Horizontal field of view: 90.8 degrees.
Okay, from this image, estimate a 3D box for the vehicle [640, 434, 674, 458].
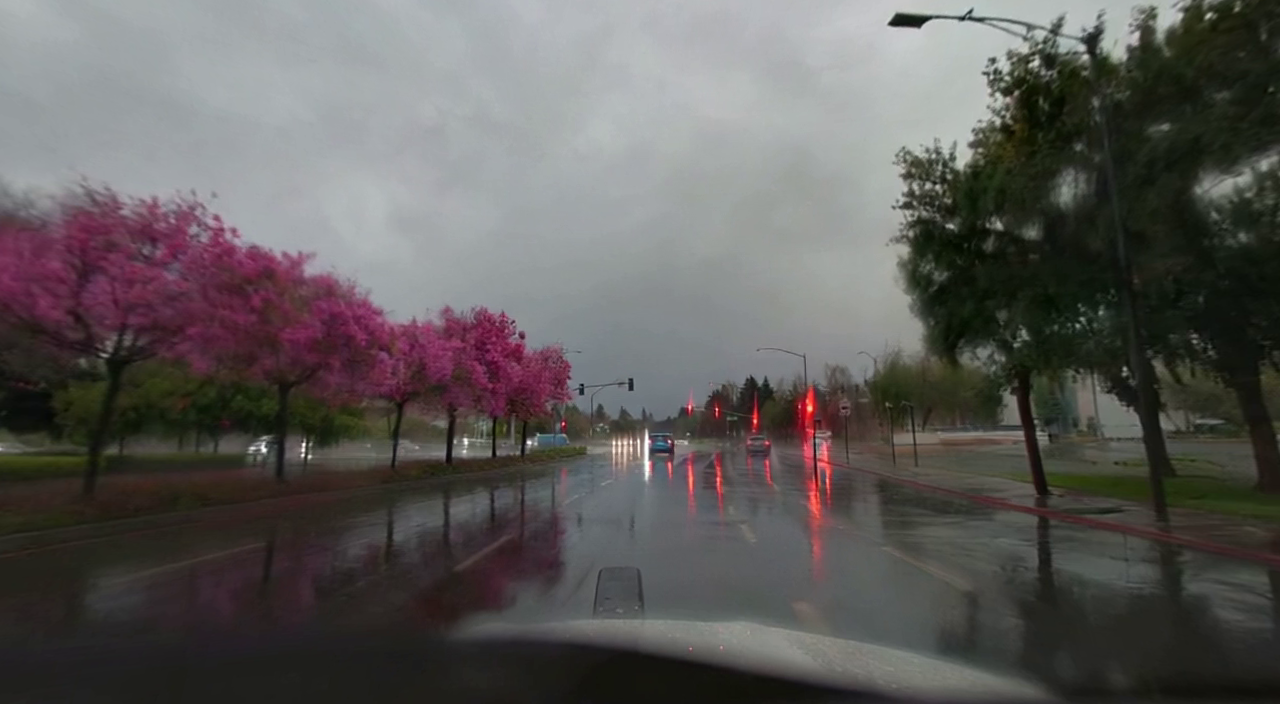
[{"bbox_3d":[1.326,6.969,46.913,1.995,1.703,4.367,-1,-9,8],"label":"vehicle"}]
